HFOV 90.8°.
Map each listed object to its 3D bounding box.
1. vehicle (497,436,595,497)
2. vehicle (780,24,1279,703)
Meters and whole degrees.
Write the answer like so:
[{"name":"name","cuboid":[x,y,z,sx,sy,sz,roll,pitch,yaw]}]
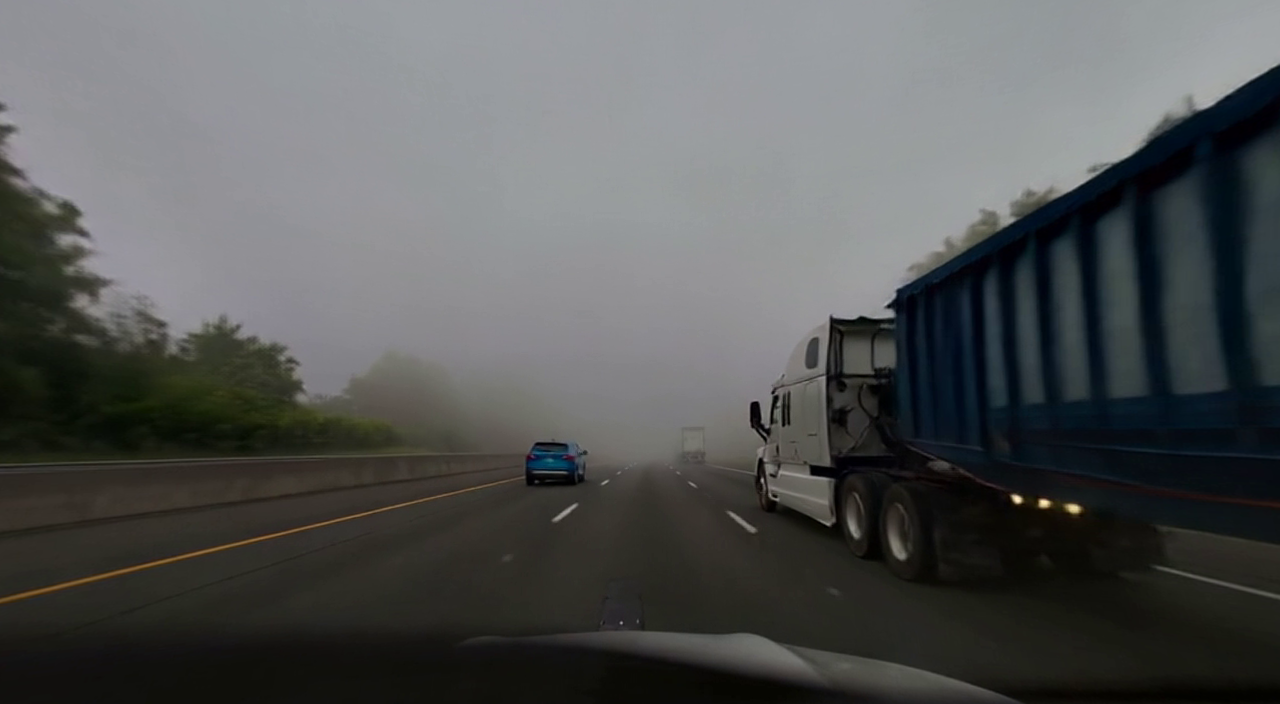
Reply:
[{"name":"vehicle","cuboid":[-2.761,3.523,19.705,2.297,1.683,4.385,0,-9,1]},{"name":"vehicle","cuboid":[4.311,0.666,5.497,2.868,3.427,14.032,0,-9,0]}]
